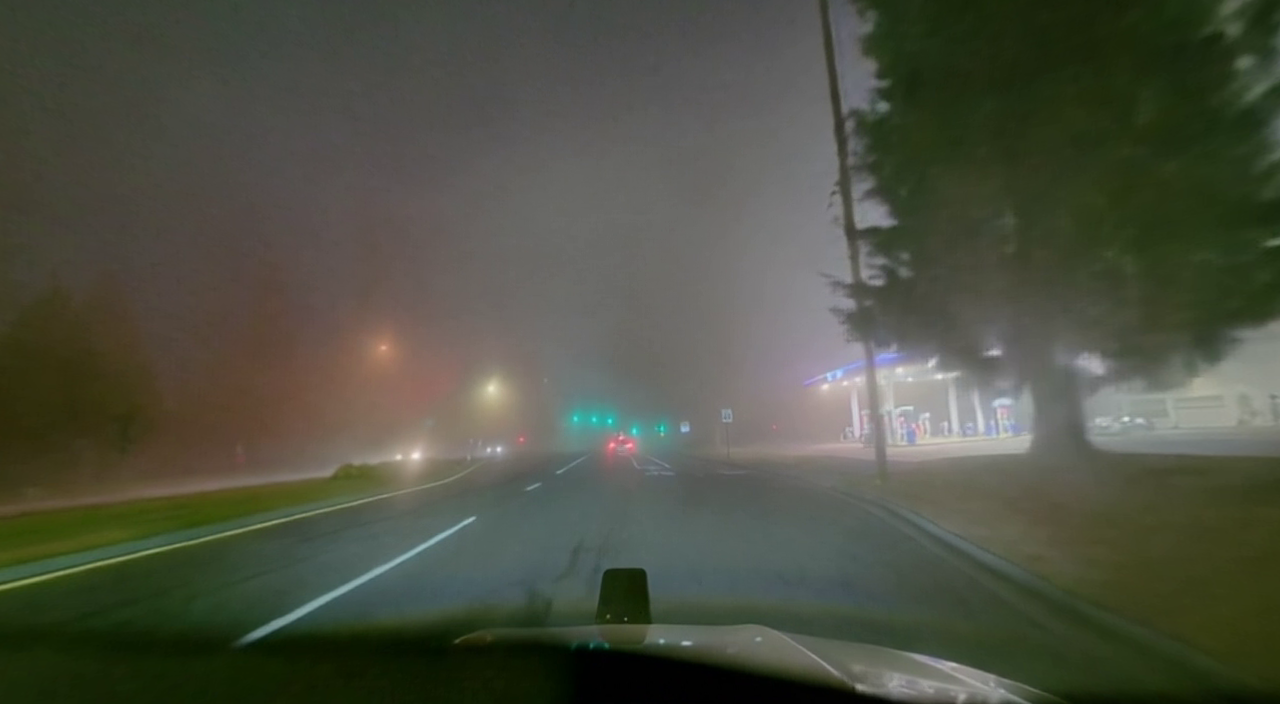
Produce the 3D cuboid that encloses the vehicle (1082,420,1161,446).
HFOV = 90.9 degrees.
[{"bbox_3d":[34.748,5.880,45.633,4.323,1.447,1.710,-10,-7,33],"label":"vehicle"}]
